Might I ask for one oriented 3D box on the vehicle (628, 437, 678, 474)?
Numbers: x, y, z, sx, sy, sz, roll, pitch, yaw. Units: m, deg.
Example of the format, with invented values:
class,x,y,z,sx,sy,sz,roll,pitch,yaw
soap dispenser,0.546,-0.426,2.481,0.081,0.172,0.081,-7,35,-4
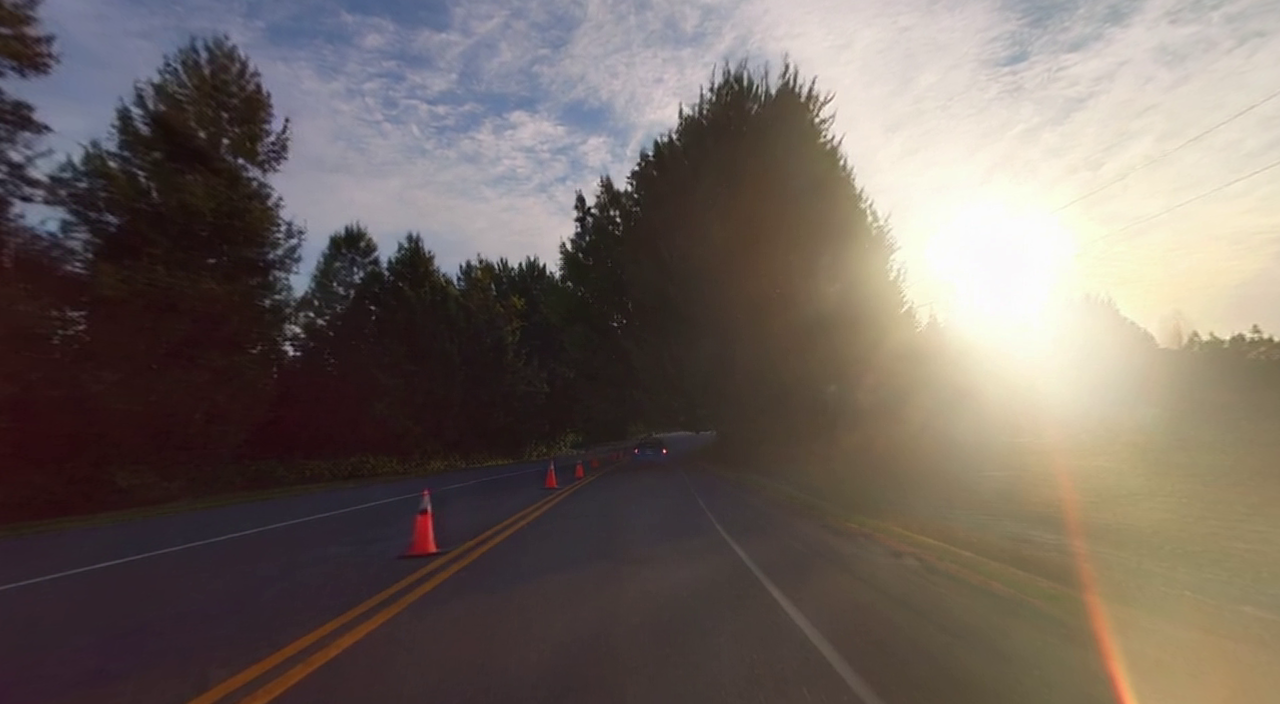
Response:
class,x,y,z,sx,sy,sz,roll,pitch,yaw
vehicle,0.610,4.543,27.844,2.042,1.489,3.963,-1,-8,2
